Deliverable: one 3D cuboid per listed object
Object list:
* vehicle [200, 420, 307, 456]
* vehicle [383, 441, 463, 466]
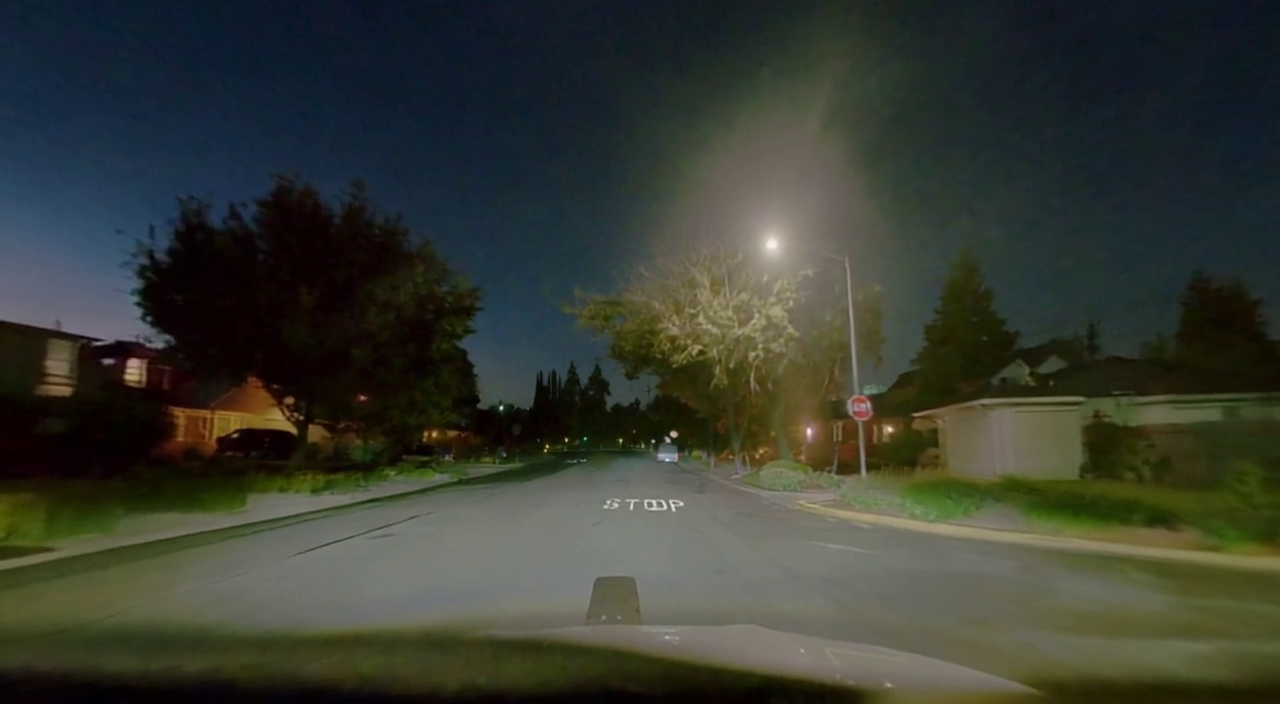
[{"bbox_3d":[-19.227,4.315,31.585,4.093,1.661,1.765,0,-9,-6],"label":"vehicle"},{"bbox_3d":[-14.207,6.656,41.521,4.572,1.522,1.999,1,-8,-5],"label":"vehicle"}]
